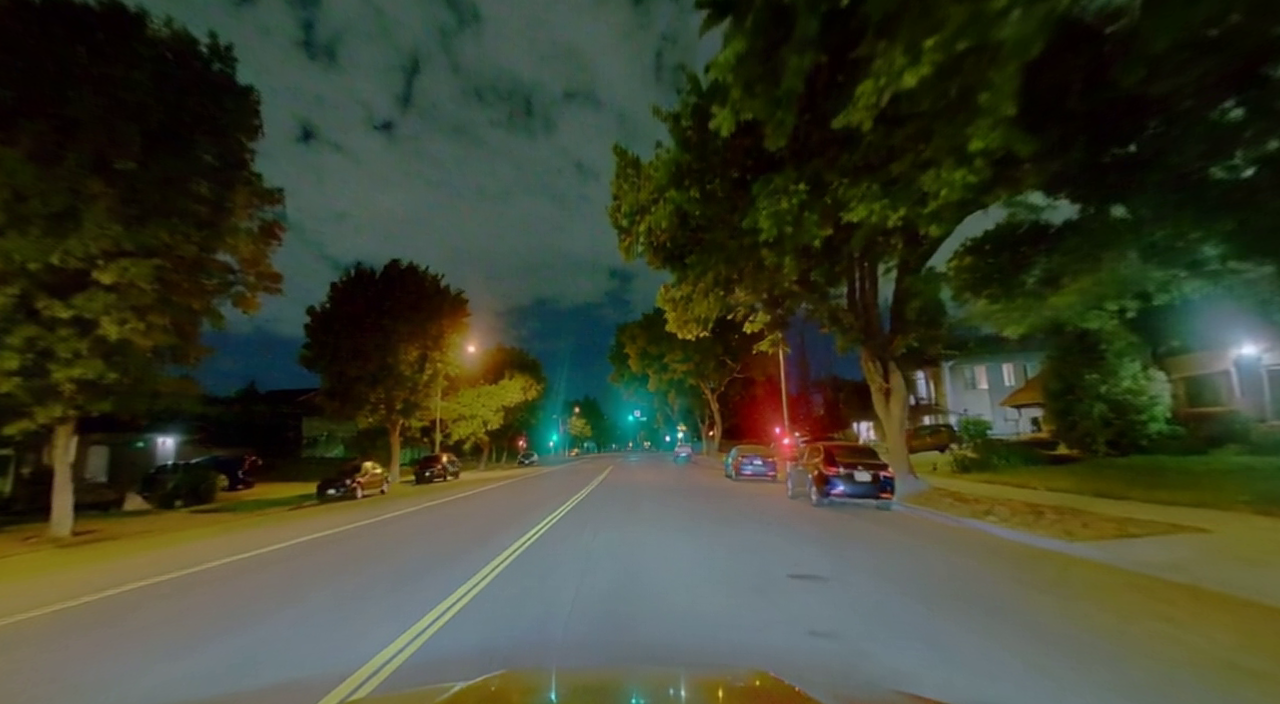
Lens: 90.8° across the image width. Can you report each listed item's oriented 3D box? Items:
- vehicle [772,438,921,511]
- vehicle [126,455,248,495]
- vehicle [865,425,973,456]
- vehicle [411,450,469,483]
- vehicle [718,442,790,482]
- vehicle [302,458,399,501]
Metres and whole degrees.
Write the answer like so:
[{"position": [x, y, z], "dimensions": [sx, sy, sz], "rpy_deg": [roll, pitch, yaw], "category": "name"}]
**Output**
[{"position": [4.650, 2.804, 14.999], "dimensions": [2.010, 1.461, 4.247], "rpy_deg": [0, -9, -1], "category": "vehicle"}, {"position": [-19.969, 5.405, 27.969], "dimensions": [3.932, 1.641, 1.819], "rpy_deg": [0, -9, -1], "category": "vehicle"}, {"position": [14.402, 4.596, 32.774], "dimensions": [4.660, 1.546, 1.916], "rpy_deg": [0, -8, 0], "category": "vehicle"}, {"position": [-11.523, 6.565, 36.660], "dimensions": [1.977, 1.753, 4.278], "rpy_deg": [0, -8, 0], "category": "vehicle"}, {"position": [4.457, 4.385, 25.402], "dimensions": [2.063, 1.444, 4.217], "rpy_deg": [0, -9, -1], "category": "vehicle"}, {"position": [-11.477, 5.051, 25.363], "dimensions": [1.867, 1.471, 4.139], "rpy_deg": [0, -9, 1], "category": "vehicle"}]
